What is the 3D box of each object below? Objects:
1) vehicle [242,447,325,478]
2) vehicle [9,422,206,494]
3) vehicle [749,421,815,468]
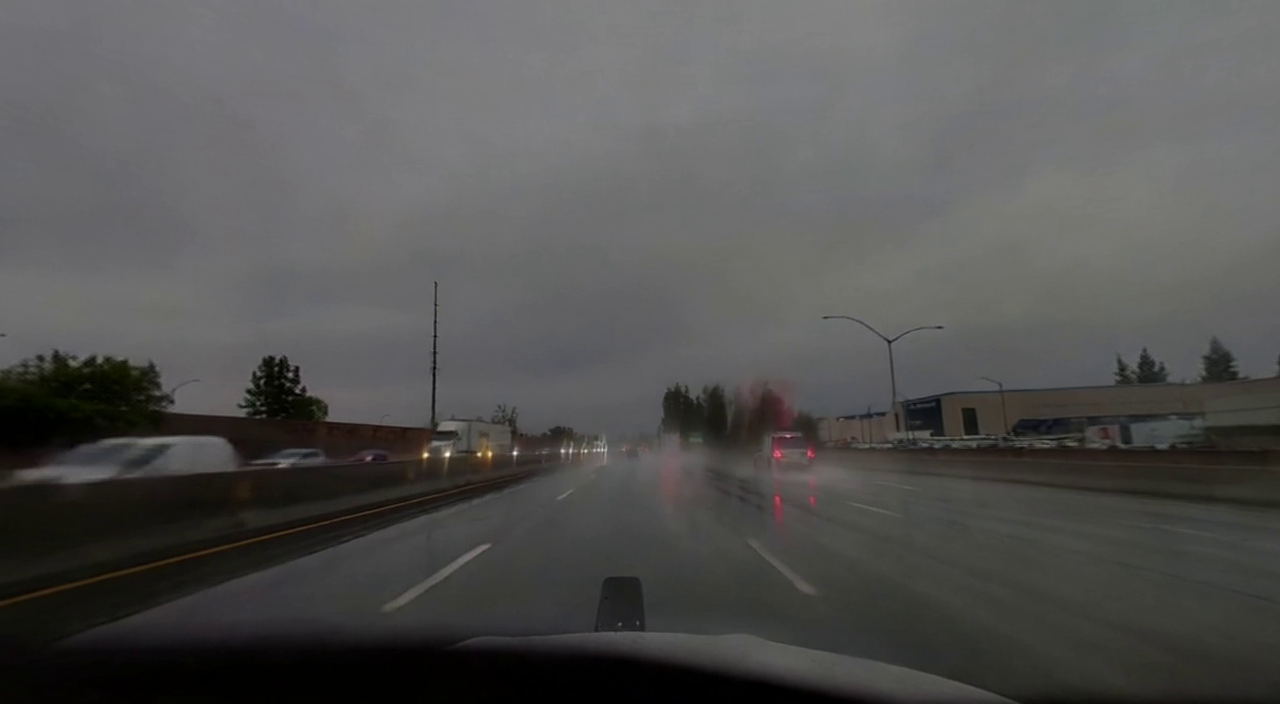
[{"bbox_3d":[-17.675,5.456,31.542,1.853,1.432,3.924,0,-9,-1],"label":"vehicle"},{"bbox_3d":[-13.767,2.775,16.678,1.807,1.667,3.770,0,-9,1],"label":"vehicle"},{"bbox_3d":[10.785,7.192,48.986,2.912,3.293,9.588,0,-9,0],"label":"vehicle"}]
